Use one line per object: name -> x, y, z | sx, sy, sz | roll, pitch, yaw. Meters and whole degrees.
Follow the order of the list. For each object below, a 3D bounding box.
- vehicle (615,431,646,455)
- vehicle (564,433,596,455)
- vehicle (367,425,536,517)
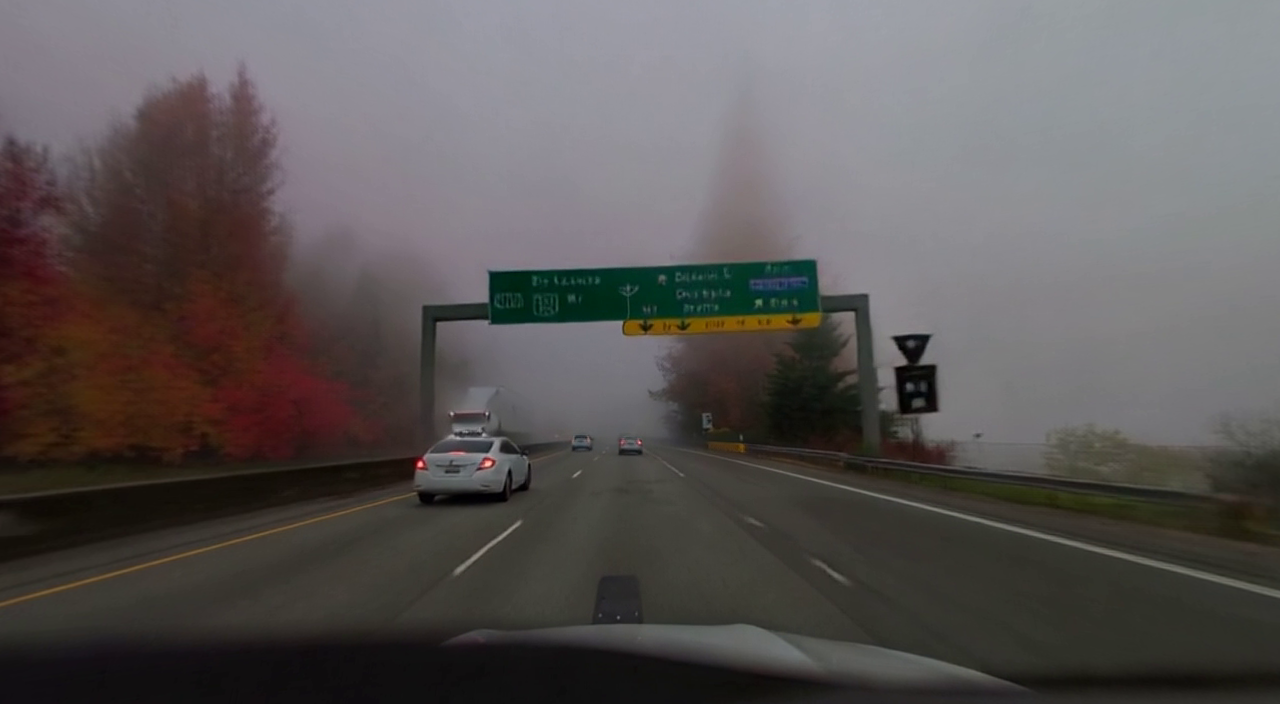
vehicle -> -0.660, 6.300, 43.586 | 2.054, 1.609, 3.859 | 0, -8, -1
vehicle -> -4.491, 6.971, 47.681 | 2.071, 1.524, 4.398 | 0, -8, -1
vehicle -> -3.479, 2.281, 12.680 | 1.989, 1.497, 4.645 | 0, -8, 0
